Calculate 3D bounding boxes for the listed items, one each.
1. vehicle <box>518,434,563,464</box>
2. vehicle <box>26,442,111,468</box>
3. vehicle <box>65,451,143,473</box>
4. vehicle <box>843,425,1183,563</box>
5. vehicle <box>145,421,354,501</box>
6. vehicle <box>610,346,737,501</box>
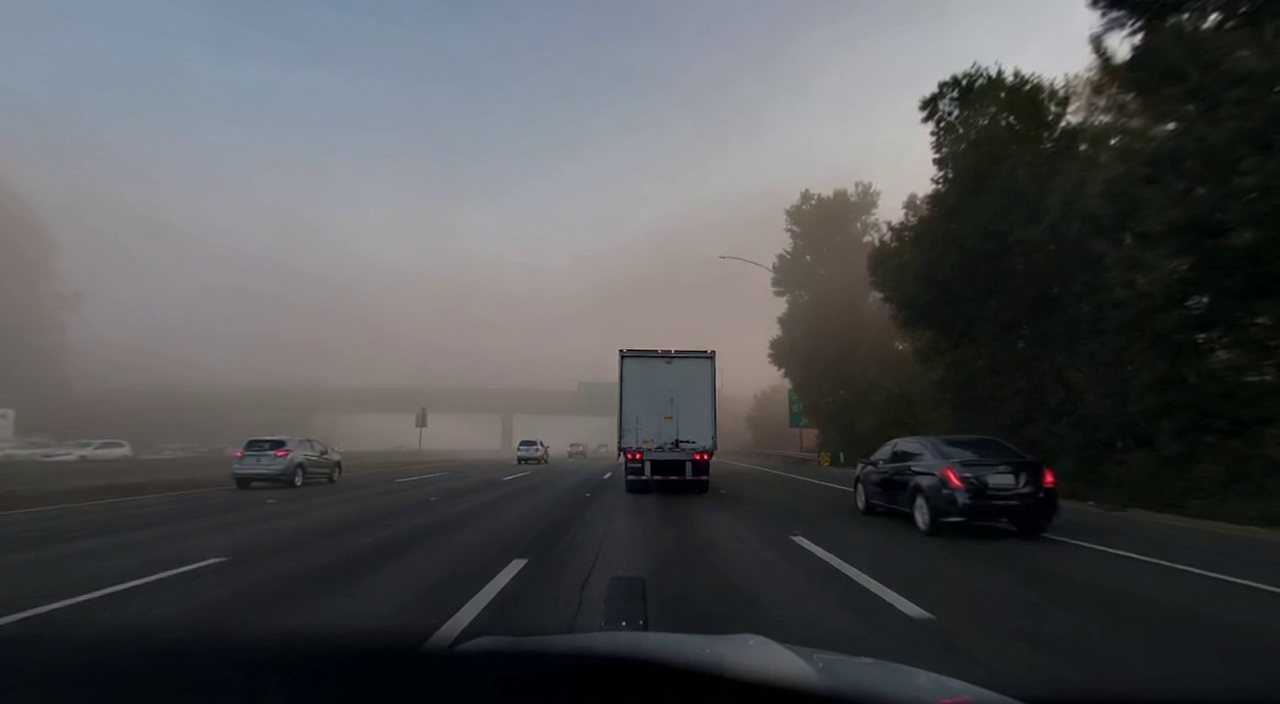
[{"bbox_3d":[-6.422,6.333,41.160,2.125,1.793,4.892,0,-9,0],"label":"vehicle"},{"bbox_3d":[-33.471,6.032,37.090,1.599,1.397,3.674,-3,-8,-1],"label":"vehicle"},{"bbox_3d":[-36.942,7.554,43.602,1.685,1.414,4.169,0,-9,0],"label":"vehicle"},{"bbox_3d":[4.883,1.922,9.363,2.108,1.508,4.744,0,-9,-1],"label":"vehicle"},{"bbox_3d":[-10.073,2.865,16.977,2.217,1.797,5.226,0,-9,1],"label":"vehicle"},{"bbox_3d":[0.711,2.446,20.080,2.916,3.584,10.841,0,-9,-1],"label":"vehicle"}]
